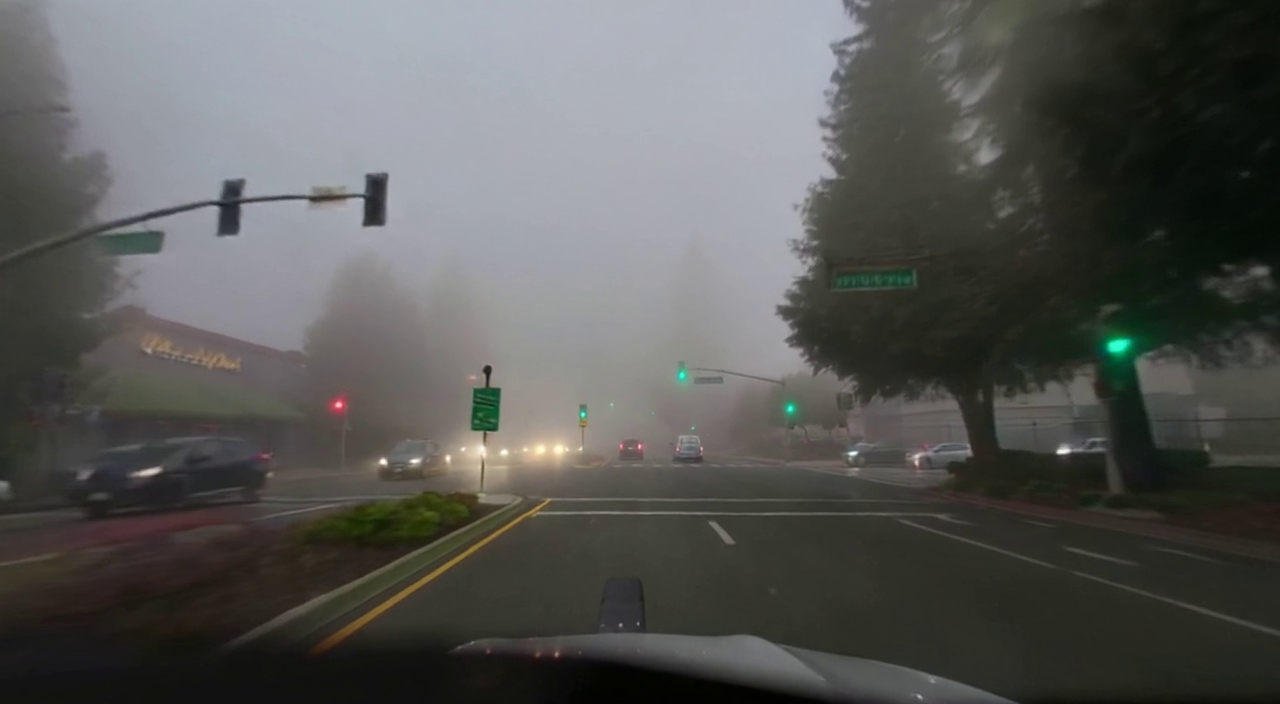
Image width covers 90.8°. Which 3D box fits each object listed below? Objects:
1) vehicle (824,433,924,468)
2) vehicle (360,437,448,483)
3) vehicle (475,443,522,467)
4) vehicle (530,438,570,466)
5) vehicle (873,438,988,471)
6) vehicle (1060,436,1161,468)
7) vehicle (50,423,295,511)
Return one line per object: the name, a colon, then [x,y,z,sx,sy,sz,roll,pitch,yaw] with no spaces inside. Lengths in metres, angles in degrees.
vehicle: [12.610,5.343,34.315,4.641,1.772,2.080,-1,-9,6]
vehicle: [-9.105,4.196,24.767,1.918,1.640,3.971,0,-8,0]
vehicle: [-9.059,6.655,40.921,2.067,1.460,4.290,0,-8,0]
vehicle: [-5.990,6.669,42.432,1.983,1.715,4.466,-2,-8,0]
vehicle: [13.757,4.871,30.138,4.506,1.479,1.924,0,-8,1]
vehicle: [22.417,4.747,30.117,3.995,1.463,1.862,3,-9,-20]
vehicle: [-12.051,3.009,17.077,2.249,1.952,5.746,0,-8,0]
